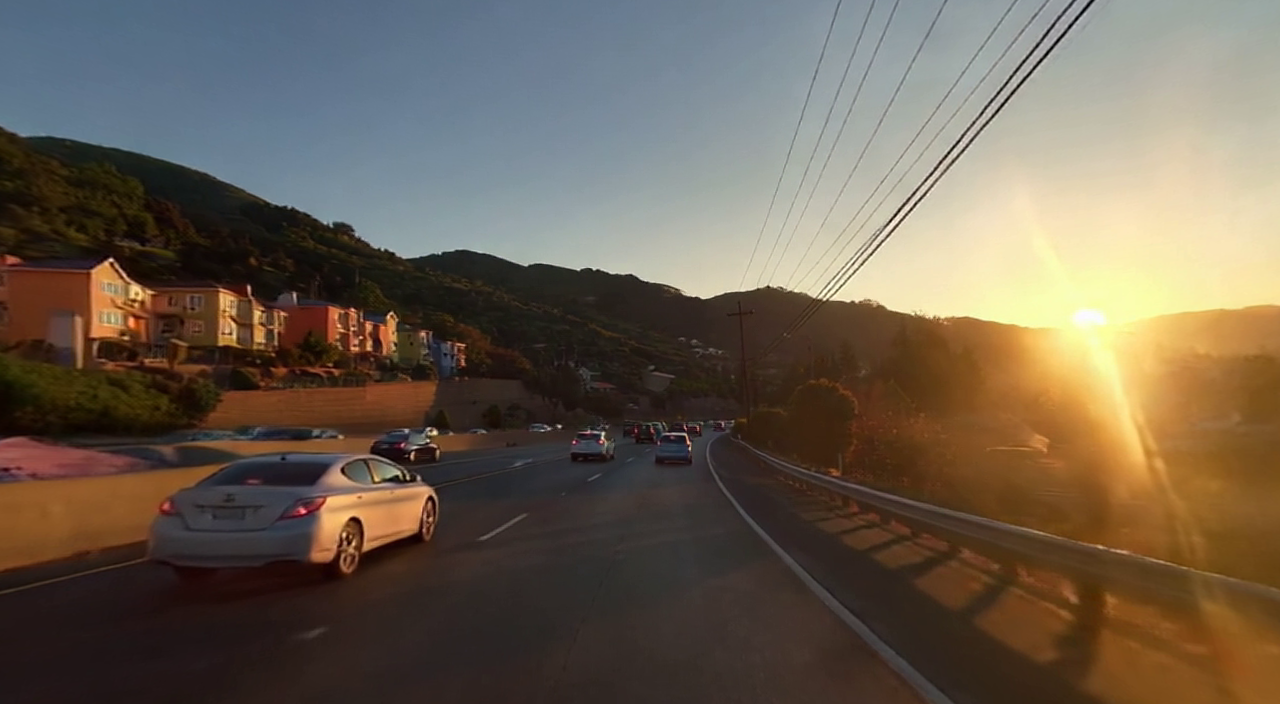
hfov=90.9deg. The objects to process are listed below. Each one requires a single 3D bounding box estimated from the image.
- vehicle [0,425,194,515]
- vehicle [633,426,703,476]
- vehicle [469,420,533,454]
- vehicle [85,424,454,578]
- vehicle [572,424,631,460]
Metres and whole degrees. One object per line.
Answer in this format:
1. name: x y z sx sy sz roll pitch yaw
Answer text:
1. vehicle: -12.410 2.443 13.467 1.986 1.622 4.548 -1 -8 9
2. vehicle: 0.989 3.307 21.236 2.109 1.495 3.935 -1 -8 4
3. vehicle: -8.127 5.066 37.351 2.080 1.833 4.461 -2 -9 11
4. vehicle: -4.336 1.804 8.589 1.956 1.478 4.789 -1 -8 3
5. vehicle: -1.849 4.531 31.700 2.121 1.639 4.383 -1 -8 8
